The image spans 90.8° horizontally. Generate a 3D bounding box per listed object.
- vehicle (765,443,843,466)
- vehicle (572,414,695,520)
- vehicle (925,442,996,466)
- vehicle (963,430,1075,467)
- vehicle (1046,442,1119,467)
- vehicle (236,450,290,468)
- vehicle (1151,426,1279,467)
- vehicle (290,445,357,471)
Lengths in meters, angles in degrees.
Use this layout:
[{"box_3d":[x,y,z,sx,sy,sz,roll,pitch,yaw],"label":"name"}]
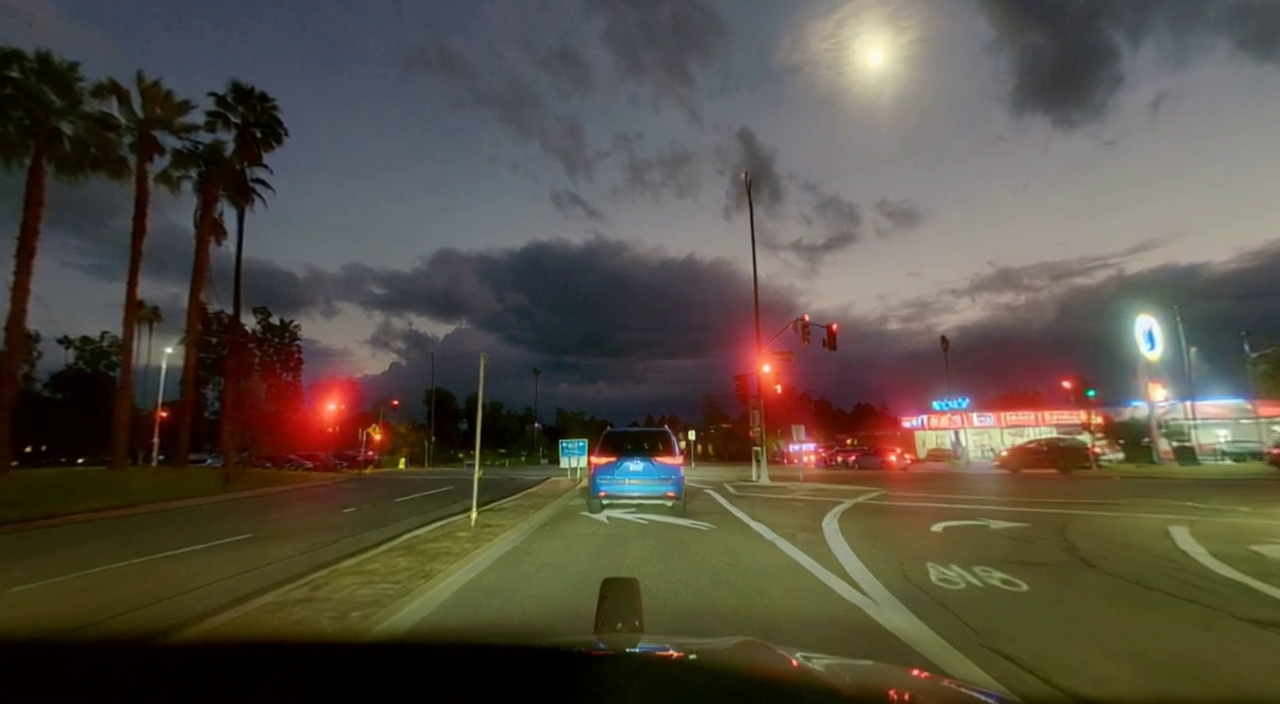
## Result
[{"box_3d":[10.868,6.800,41.978,4.665,1.467,1.833,-6,-11,33],"label":"vehicle"},{"box_3d":[-0.116,2.495,14.117,2.263,1.932,4.709,0,-9,0],"label":"vehicle"},{"box_3d":[20.203,6.411,39.824,3.809,1.435,1.690,-6,-10,30],"label":"vehicle"},{"box_3d":[19.171,4.933,32.191,4.641,1.778,1.958,-5,-10,27],"label":"vehicle"},{"box_3d":[27.369,6.338,39.186,3.525,1.460,1.775,-6,-11,32],"label":"vehicle"},{"box_3d":[-29.346,8.300,49.136,4.081,1.383,1.878,-6,-11,33],"label":"vehicle"},{"box_3d":[28.631,4.586,30.503,5.809,1.839,1.957,-6,-11,33],"label":"vehicle"},{"box_3d":[-22.332,7.463,44.556,4.790,1.687,1.969,-6,-10,32],"label":"vehicle"}]
